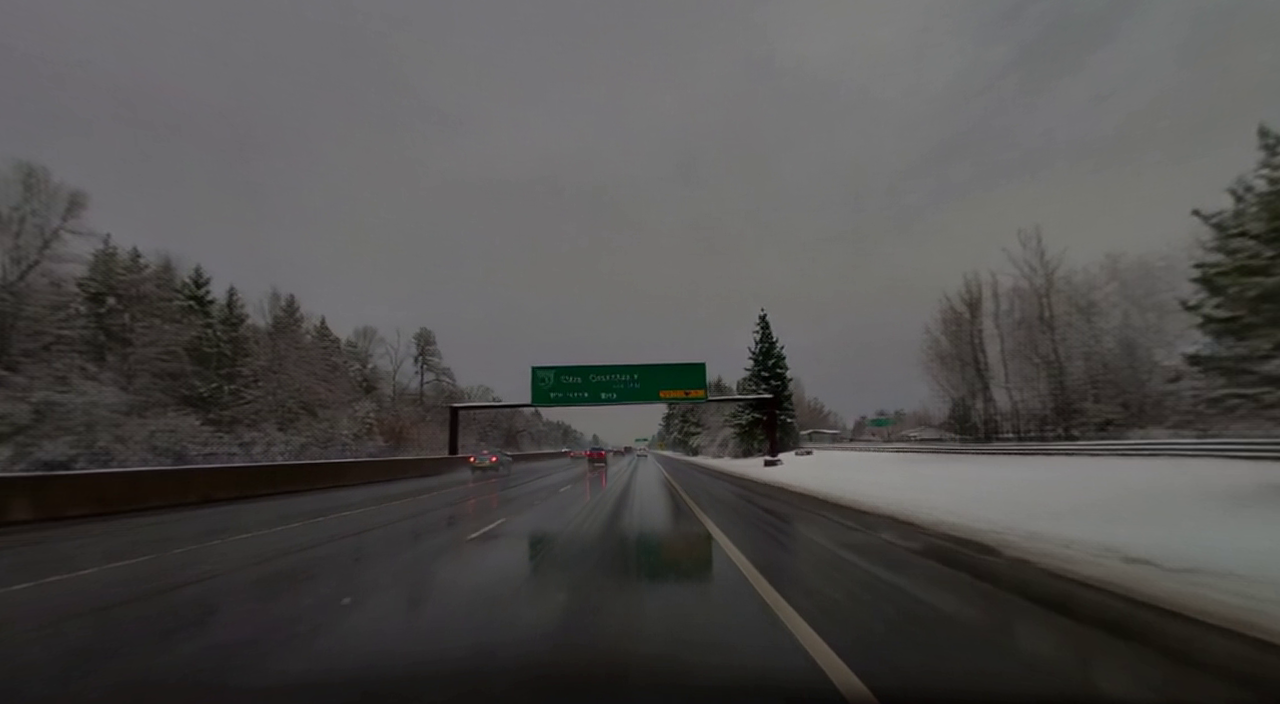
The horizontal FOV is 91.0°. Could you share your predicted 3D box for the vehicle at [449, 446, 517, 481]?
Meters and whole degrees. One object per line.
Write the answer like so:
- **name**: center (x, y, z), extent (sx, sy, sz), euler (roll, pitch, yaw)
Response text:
- **vehicle**: center (-7.401, 5.309, 30.216), extent (2.002, 1.507, 4.631), euler (0, -9, 1)
